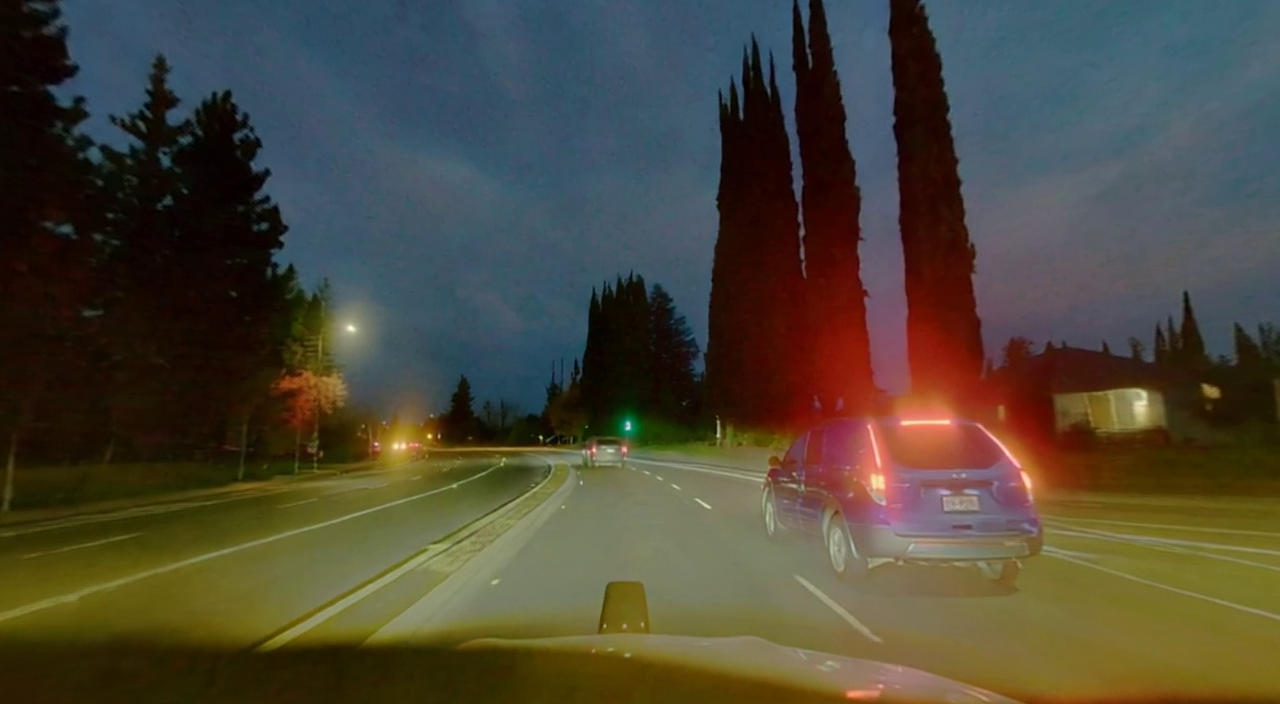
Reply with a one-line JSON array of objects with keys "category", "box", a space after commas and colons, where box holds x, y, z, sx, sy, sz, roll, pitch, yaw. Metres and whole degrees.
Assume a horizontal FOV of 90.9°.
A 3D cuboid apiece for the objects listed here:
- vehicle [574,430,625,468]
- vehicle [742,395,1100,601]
[{"category": "vehicle", "box": [-2.238, 5.111, 33.450, 2.185, 1.822, 4.583, 1, -8, -10]}, {"category": "vehicle", "box": [2.703, 1.525, 7.560, 2.024, 1.686, 4.588, 0, -8, -2]}]
